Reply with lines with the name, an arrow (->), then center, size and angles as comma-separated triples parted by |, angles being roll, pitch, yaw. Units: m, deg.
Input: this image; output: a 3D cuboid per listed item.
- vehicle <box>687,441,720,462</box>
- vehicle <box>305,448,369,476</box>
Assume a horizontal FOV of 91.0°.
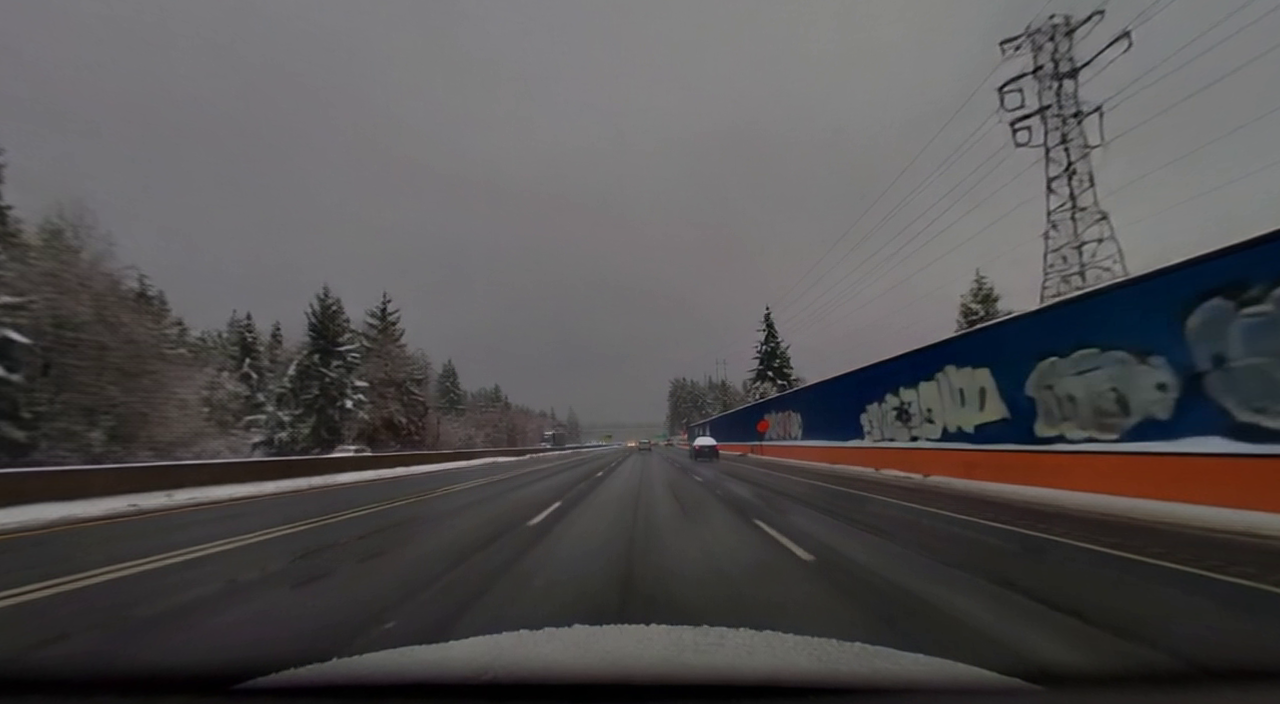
vehicle -> 4.630, 7.311, 46.407 | 1.991, 1.494, 3.951 | 0, -8, 0
vehicle -> -19.356, 7.018, 40.387 | 1.898, 1.616, 4.330 | 0, -8, 1
